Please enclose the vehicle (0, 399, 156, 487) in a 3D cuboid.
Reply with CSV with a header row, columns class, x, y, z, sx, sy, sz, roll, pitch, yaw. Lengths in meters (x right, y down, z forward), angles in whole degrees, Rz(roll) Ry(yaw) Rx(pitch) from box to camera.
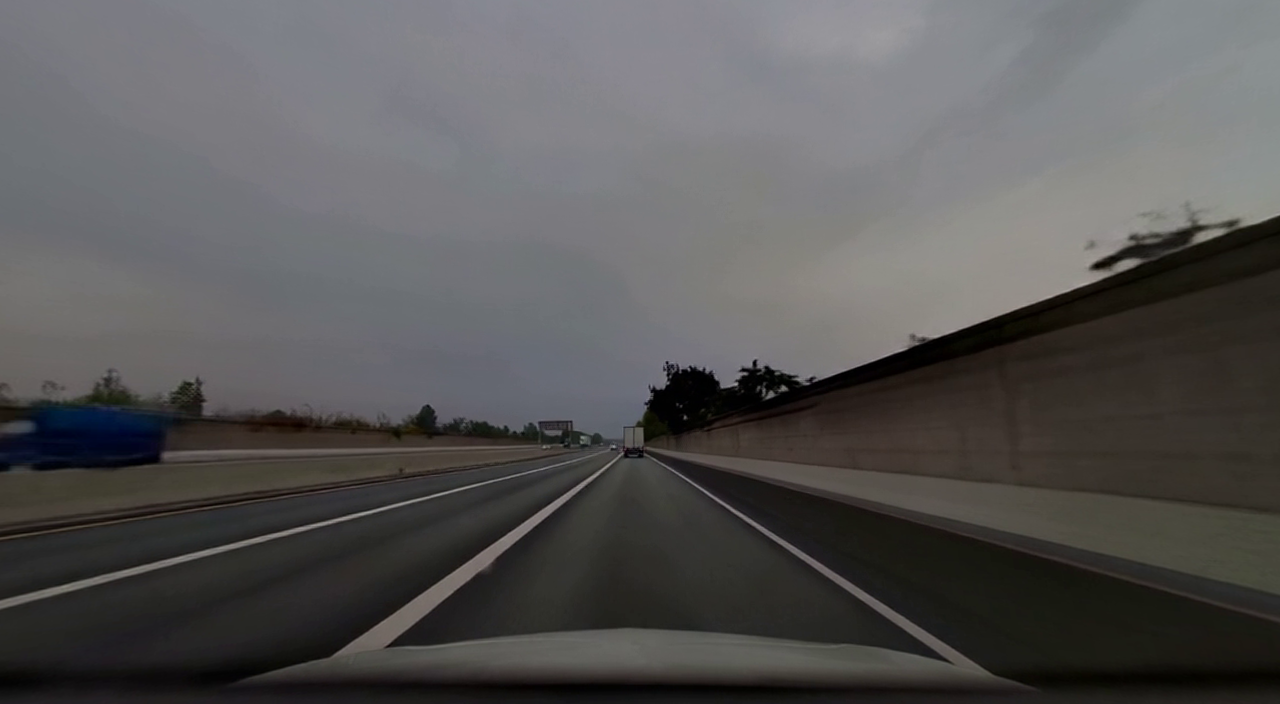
class,x,y,z,sx,sy,sz,roll,pitch,yaw
vehicle,-19.206,2.973,20.409,2.487,2.425,5.746,0,-9,-1
